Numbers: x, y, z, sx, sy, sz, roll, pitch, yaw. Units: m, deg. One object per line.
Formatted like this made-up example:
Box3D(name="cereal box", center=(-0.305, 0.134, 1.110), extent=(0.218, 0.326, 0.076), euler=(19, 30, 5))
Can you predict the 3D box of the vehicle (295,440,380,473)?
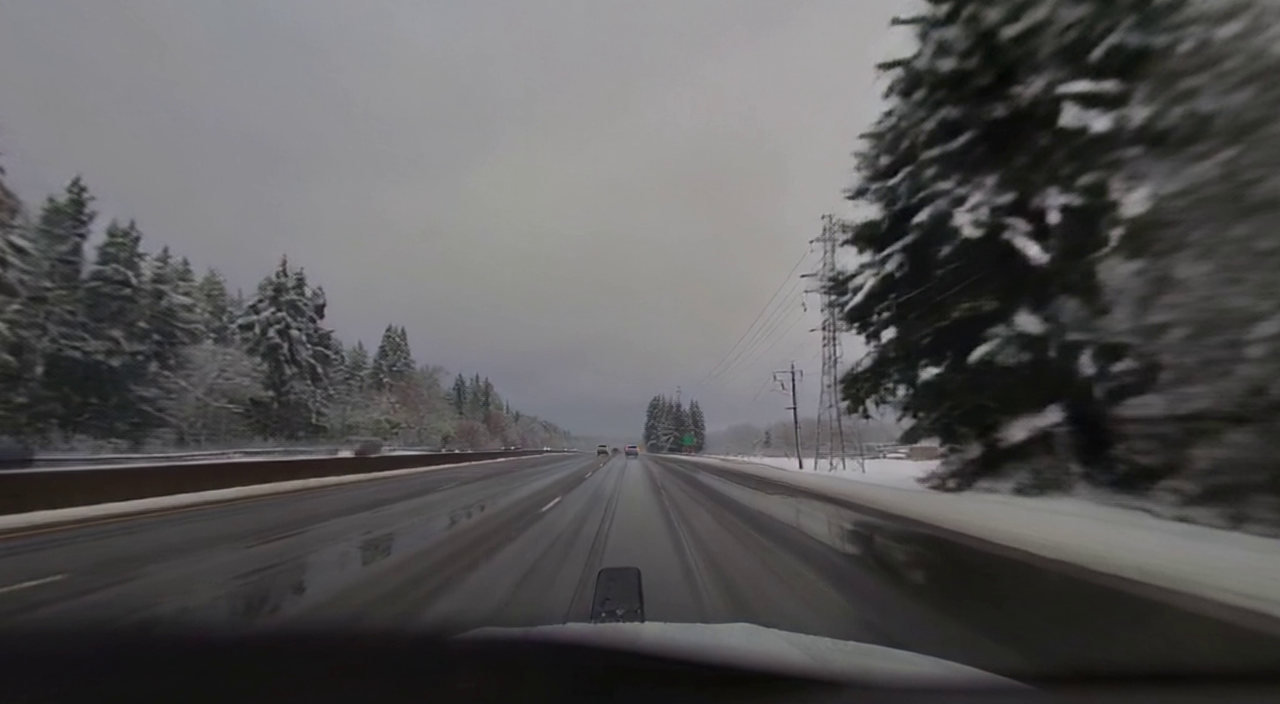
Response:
Box3D(name="vehicle", center=(-14.325, 4.956, 30.171), extent=(1.931, 1.471, 4.264), euler=(0, -9, 0))
